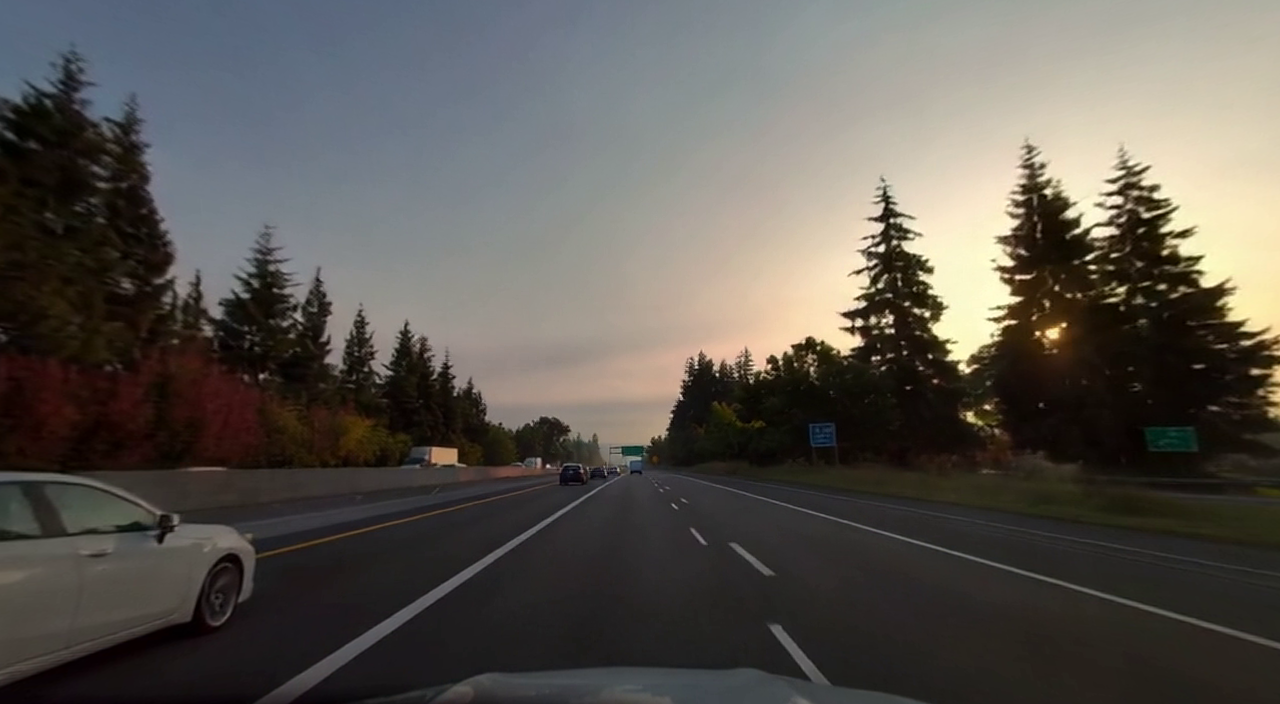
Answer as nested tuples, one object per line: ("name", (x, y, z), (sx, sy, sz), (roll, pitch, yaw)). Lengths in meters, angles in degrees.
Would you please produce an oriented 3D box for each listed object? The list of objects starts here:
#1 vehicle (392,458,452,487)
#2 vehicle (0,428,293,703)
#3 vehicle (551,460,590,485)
("vehicle", (-12.569, 6.979, 36.553), (1.913, 1.519, 4.201), (1, -11, 1))
("vehicle", (-3.904, 1.065, 2.929), (1.998, 1.427, 4.462), (1, -11, 0))
("vehicle", (-4.613, 8.060, 42.194), (2.126, 1.488, 4.186), (1, -11, 0))
